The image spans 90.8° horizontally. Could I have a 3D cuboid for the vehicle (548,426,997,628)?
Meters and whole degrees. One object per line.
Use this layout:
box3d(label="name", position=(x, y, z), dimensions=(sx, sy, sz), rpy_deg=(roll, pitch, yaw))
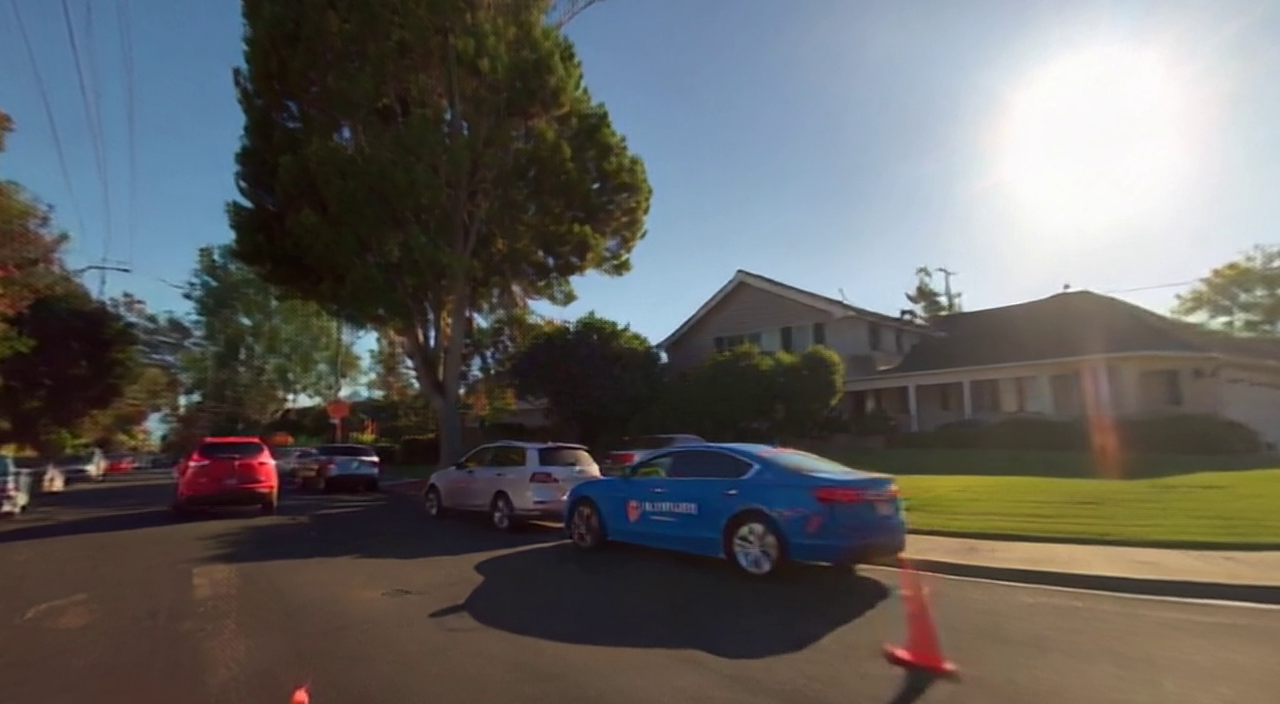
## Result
box3d(label="vehicle", position=(1.126, 1.718, 7.455), dimensions=(2.400, 1.515, 4.710), rpy_deg=(6, -11, -36))

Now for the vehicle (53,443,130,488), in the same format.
box3d(label="vehicle", position=(-25.650, 5.245, 29.714), dimensions=(2.241, 1.822, 4.728), rpy_deg=(4, -9, -36))

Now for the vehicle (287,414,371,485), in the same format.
box3d(label="vehicle", position=(-14.432, 4.480, 29.133), dimensions=(2.268, 2.900, 5.980), rpy_deg=(6, -11, -36))

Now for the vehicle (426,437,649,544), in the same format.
box3d(label="vehicle", position=(-2.167, 2.379, 11.894), dimensions=(1.996, 1.497, 5.022), rpy_deg=(5, -9, -37))

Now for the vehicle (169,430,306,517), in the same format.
box3d(label="vehicle", position=(-9.734, 2.808, 15.153), dimensions=(2.350, 1.748, 4.094), rpy_deg=(6, -10, -36))

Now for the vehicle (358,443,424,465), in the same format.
box3d(label="vehicle", position=(-19.431, 7.958, 49.357), dimensions=(4.486, 1.629, 1.792), rpy_deg=(5, -10, -33))
